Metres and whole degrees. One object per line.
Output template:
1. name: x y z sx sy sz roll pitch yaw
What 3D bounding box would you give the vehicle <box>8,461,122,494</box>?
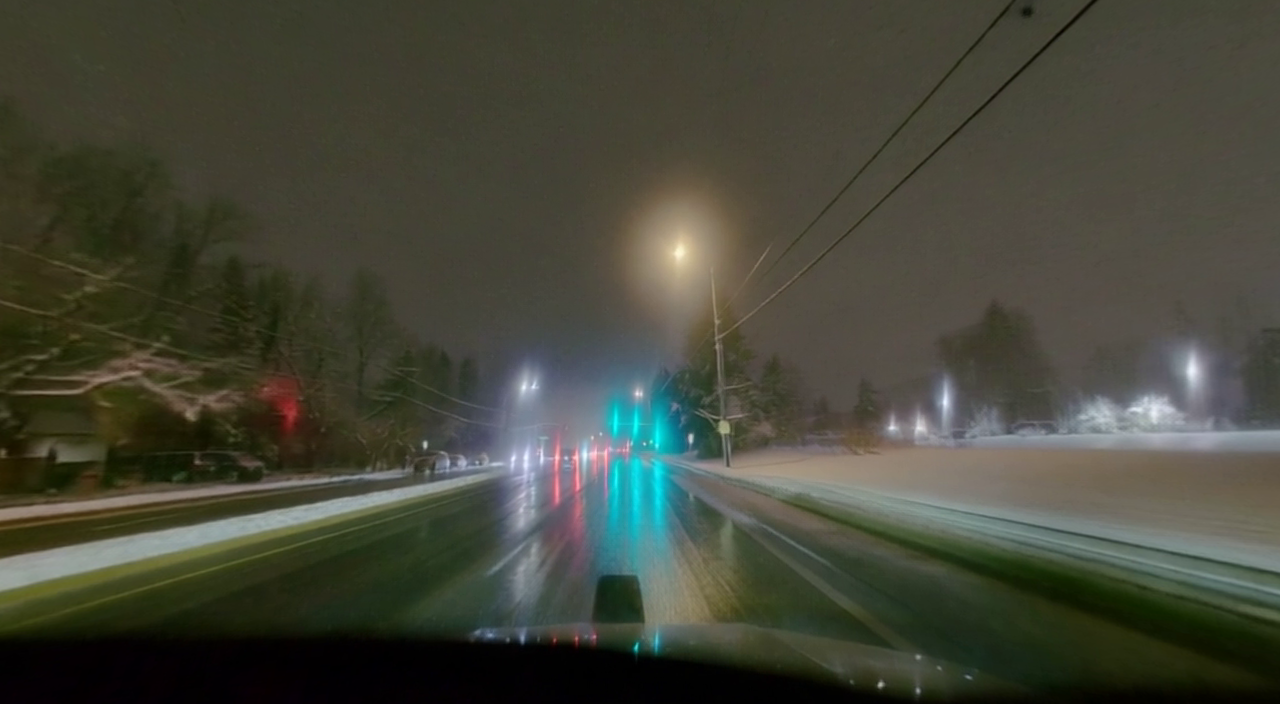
1. vehicle: -28.673 6.251 31.605 3.814 1.512 1.948 0 -8 2

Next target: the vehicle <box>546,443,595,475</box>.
1. vehicle: -3.459 5.406 32.087 2.030 1.467 4.251 0 -9 -1
